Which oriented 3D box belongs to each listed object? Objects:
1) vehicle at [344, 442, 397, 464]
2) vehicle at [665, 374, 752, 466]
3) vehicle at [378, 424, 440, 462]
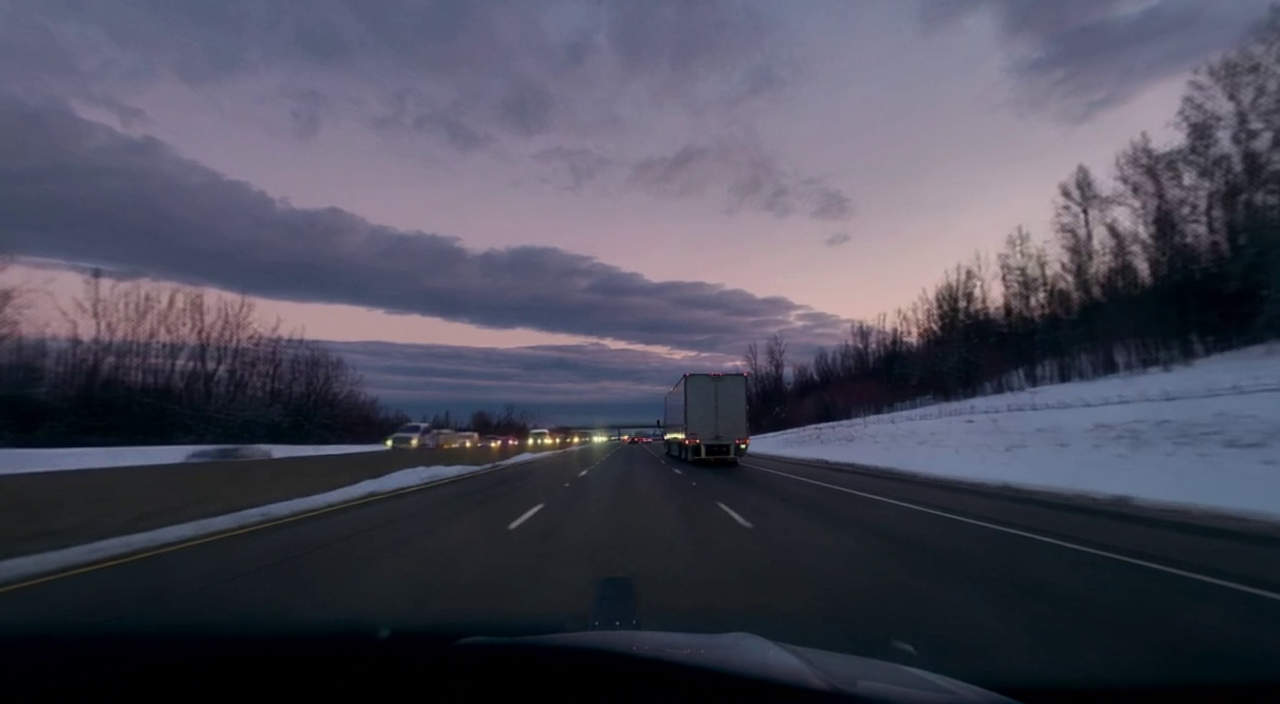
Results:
[{"bbox_3d":[-19.534,7.320,45.712,1.871,1.496,4.388,0,-8,0],"label":"vehicle"},{"bbox_3d":[3.417,4.103,36.526,2.979,4.161,15.508,1,-7,-1],"label":"vehicle"},{"bbox_3d":[-16.154,6.390,44.289,2.353,2.443,5.476,0,-8,-1],"label":"vehicle"}]
